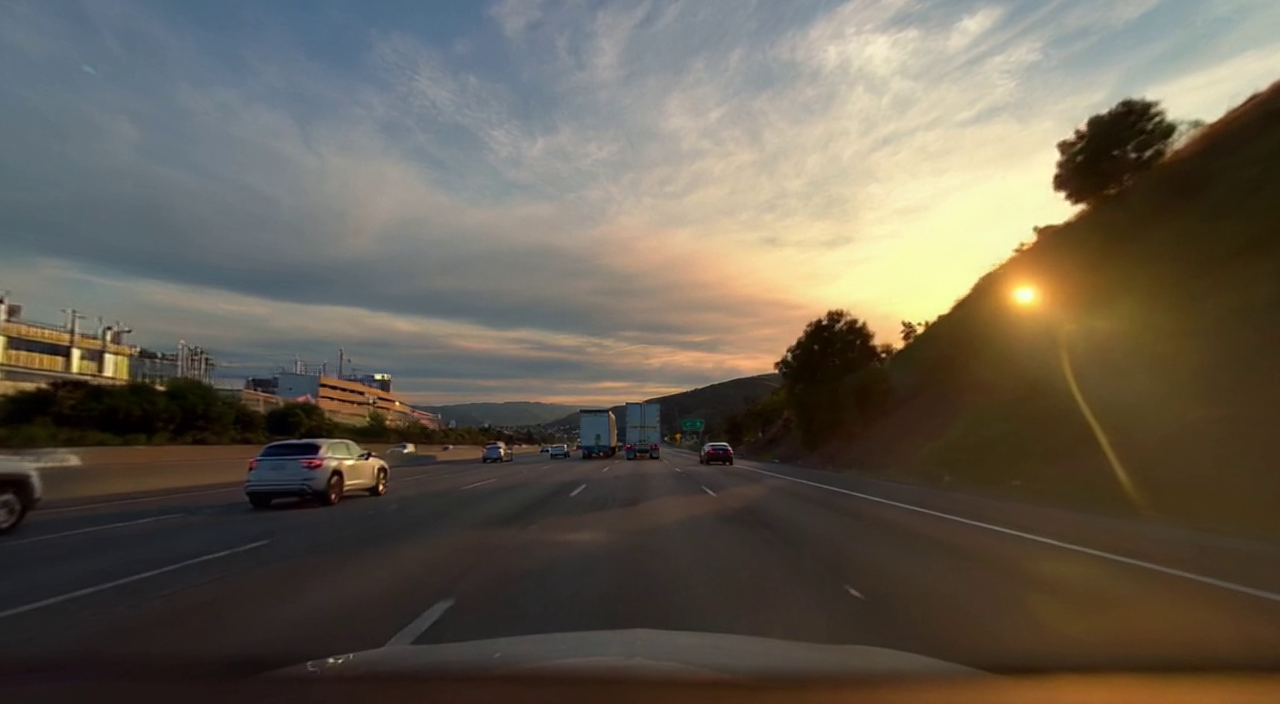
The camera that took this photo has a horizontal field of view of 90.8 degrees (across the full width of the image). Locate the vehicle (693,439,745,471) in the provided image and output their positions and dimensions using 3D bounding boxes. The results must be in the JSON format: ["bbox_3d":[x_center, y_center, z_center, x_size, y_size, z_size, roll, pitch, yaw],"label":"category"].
[{"bbox_3d":[3.904,5.152,31.788,2.006,1.452,4.246,0,-8,-1],"label":"vehicle"}]

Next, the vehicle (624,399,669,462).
[{"bbox_3d":[0.368,5.986,47.316,2.969,4.104,10.906,0,-8,0],"label":"vehicle"}]

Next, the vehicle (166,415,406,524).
[{"bbox_3d":[-6.616,2.244,12.563,2.122,1.754,4.379,0,-8,1],"label":"vehicle"}]

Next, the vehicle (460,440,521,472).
[{"bbox_3d":[-7.428,5.215,31.845,1.891,1.460,4.506,0,-8,1],"label":"vehicle"}]
